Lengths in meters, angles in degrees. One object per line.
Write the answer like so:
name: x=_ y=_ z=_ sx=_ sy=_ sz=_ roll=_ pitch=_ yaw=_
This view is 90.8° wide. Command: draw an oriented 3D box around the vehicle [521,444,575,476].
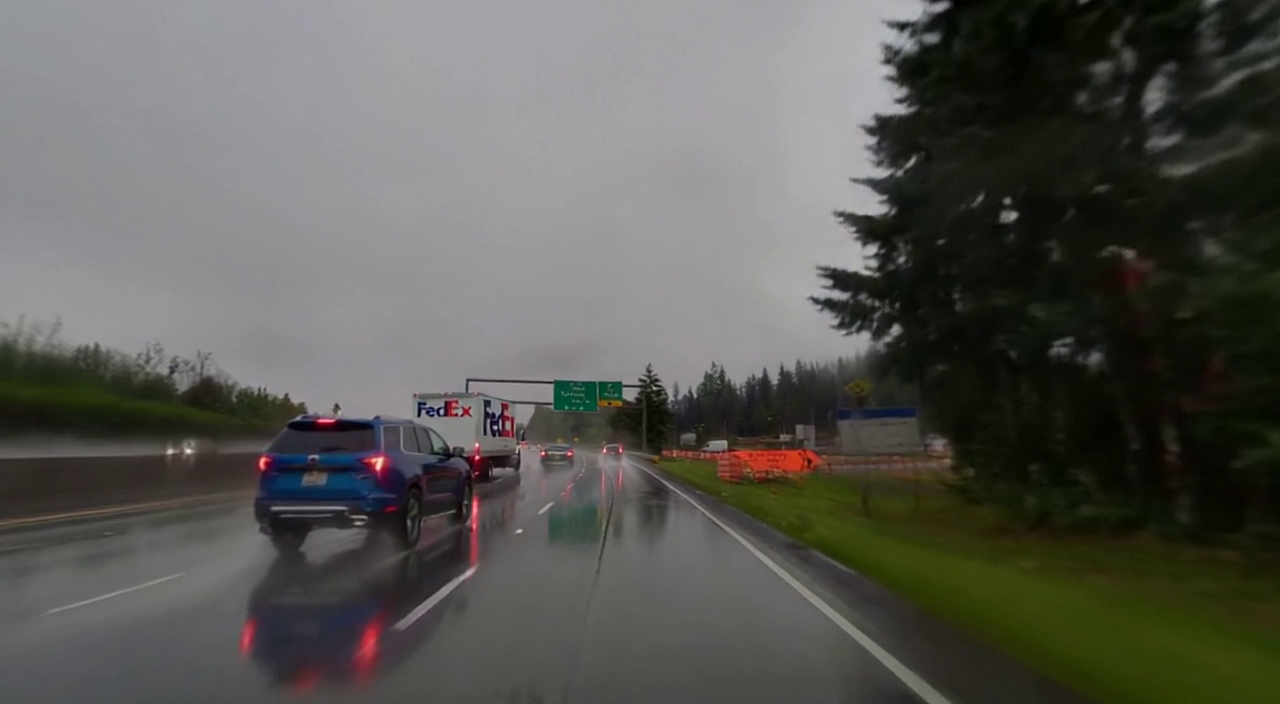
vehicle: x=-4.412 y=5.278 z=31.136 sx=2.192 sy=1.478 sz=4.591 roll=0 pitch=-9 yaw=-3

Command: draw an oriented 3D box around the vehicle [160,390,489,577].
vehicle: x=-3.759 y=1.678 z=8.783 sx=2.170 sy=1.886 sz=4.628 roll=0 pitch=-9 yaw=0
